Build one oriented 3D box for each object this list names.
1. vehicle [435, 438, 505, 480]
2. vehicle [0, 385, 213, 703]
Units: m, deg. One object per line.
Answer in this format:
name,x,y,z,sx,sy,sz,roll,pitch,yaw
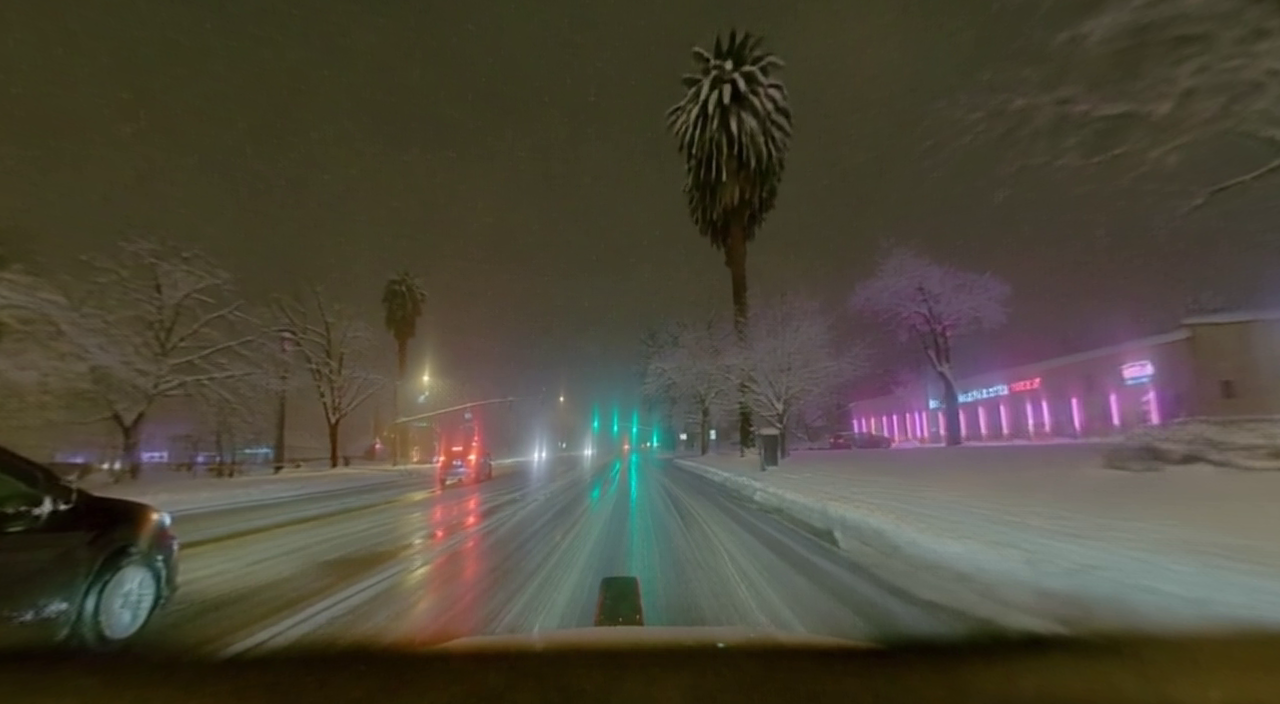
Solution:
vehicle,-7.955,5.026,29.906,2.136,1.844,4.363,0,-8,-1
vehicle,-4.317,0.937,2.717,2.041,1.666,4.182,0,-8,-1
